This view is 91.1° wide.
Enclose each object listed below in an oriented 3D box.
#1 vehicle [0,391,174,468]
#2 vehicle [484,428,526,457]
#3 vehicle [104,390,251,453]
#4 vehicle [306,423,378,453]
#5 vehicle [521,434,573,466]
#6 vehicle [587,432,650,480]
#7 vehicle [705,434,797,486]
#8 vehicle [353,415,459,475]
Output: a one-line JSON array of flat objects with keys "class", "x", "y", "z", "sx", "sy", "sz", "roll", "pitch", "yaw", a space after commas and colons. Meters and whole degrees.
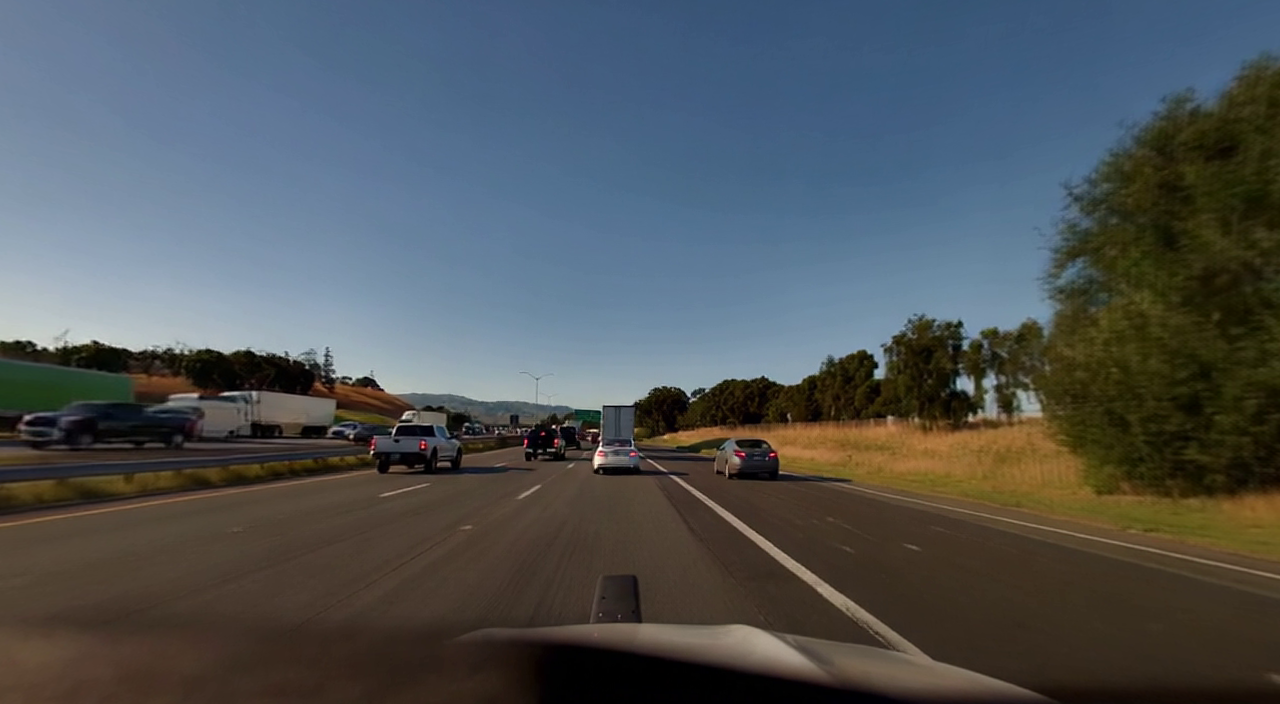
[{"class": "vehicle", "x": -15.017, "y": 2.085, "z": 16.754, "sx": 1.919, "sy": 1.761, "sz": 4.413, "roll": 0, "pitch": -8, "yaw": -2}, {"class": "vehicle", "x": -9.105, "y": 6.147, "z": 42.775, "sx": 1.992, "sy": 1.838, "sz": 4.493, "roll": 0, "pitch": -8, "yaw": -2}, {"class": "vehicle", "x": -19.515, "y": 3.025, "z": 26.949, "sx": 2.297, "sy": 2.410, "sz": 5.389, "roll": 0, "pitch": -8, "yaw": -2}, {"class": "vehicle", "x": -15.913, "y": 4.625, "z": 33.816, "sx": 1.977, "sy": 1.542, "sz": 4.157, "roll": 0, "pitch": -8, "yaw": -3}, {"class": "vehicle", "x": -4.608, "y": 4.905, "z": 31.822, "sx": 2.046, "sy": 1.493, "sz": 4.384, "roll": 0, "pitch": -8, "yaw": -1}, {"class": "vehicle", "x": -0.723, "y": 3.521, "z": 21.573, "sx": 1.980, "sy": 1.478, "sz": 3.758, "roll": 0, "pitch": -8, "yaw": -2}, {"class": "vehicle", "x": 3.444, "y": 3.432, "z": 20.426, "sx": 1.981, "sy": 1.474, "sz": 4.396, "roll": 0, "pitch": -8, "yaw": -3}, {"class": "vehicle", "x": -8.413, "y": 3.395, "z": 23.180, "sx": 2.158, "sy": 1.943, "sz": 4.662, "roll": 0, "pitch": -8, "yaw": -1}]
